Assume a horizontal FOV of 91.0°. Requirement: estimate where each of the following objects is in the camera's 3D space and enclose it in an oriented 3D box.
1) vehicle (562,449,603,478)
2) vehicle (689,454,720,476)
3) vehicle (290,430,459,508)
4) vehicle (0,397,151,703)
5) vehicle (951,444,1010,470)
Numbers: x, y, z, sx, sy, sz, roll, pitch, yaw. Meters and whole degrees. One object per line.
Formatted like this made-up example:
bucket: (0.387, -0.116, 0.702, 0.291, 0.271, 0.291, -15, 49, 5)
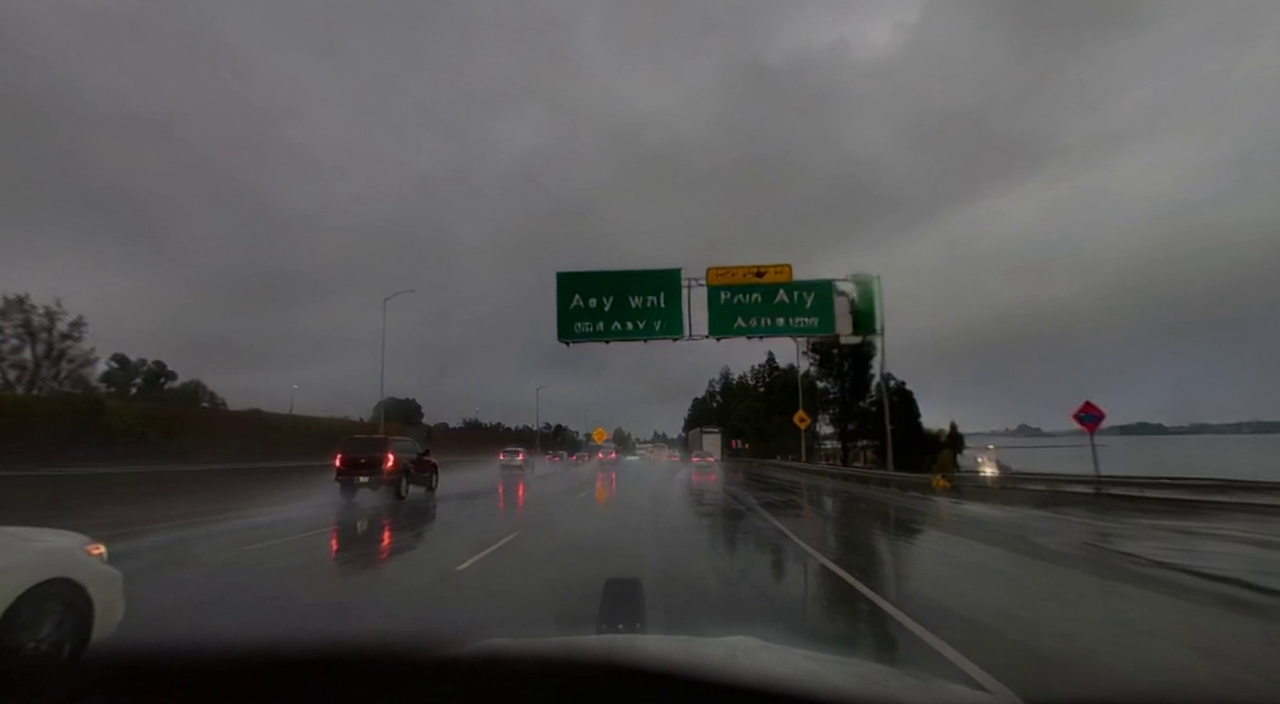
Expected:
vehicle: (-3.621, 7.131, 40.626, 2.132, 1.708, 4.571, 0, -9, 1)
vehicle: (4.759, 8.384, 46.985, 2.153, 1.510, 4.646, 0, -9, 4)
vehicle: (-7.336, 3.292, 18.314, 2.250, 1.870, 5.647, 0, -9, 2)
vehicle: (-3.983, 0.764, 1.433, 2.027, 1.547, 4.511, 0, -9, 1)
vehicle: (22.781, 7.001, 42.334, 1.883, 1.596, 5.181, -1, -9, 10)
